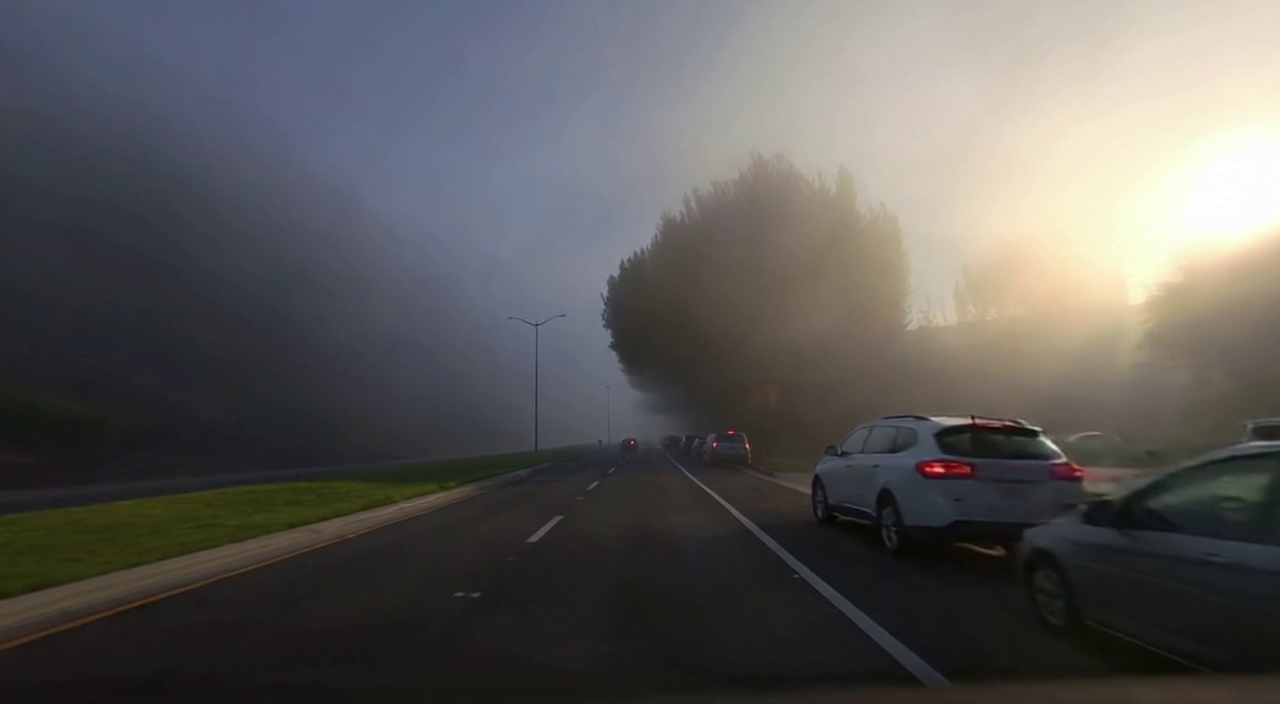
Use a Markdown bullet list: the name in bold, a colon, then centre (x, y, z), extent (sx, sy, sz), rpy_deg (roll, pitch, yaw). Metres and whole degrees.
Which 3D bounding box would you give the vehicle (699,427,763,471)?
- **vehicle**: centre (4.160, 4.538, 29.681), extent (2.226, 1.889, 4.543), rpy_deg (0, -8, -1)

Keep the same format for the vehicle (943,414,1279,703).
- **vehicle**: centre (3.607, 1.035, 2.886), extent (2.068, 1.461, 4.653), rpy_deg (0, -8, -1)
